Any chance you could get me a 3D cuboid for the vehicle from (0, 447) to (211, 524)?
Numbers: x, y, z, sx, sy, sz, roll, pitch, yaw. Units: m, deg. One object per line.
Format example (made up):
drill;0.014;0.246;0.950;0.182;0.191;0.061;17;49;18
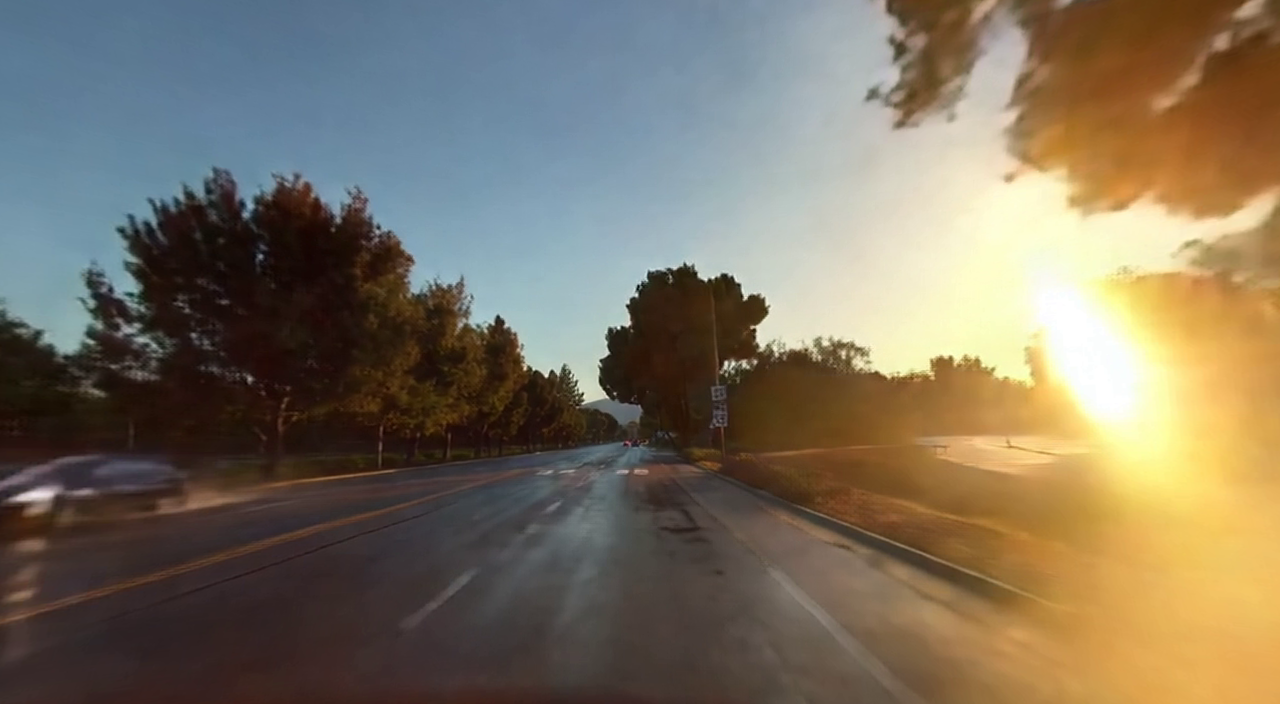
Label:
vehicle;-13.118;3.123;15.440;2.078;1.573;4.533;0;-8;0
